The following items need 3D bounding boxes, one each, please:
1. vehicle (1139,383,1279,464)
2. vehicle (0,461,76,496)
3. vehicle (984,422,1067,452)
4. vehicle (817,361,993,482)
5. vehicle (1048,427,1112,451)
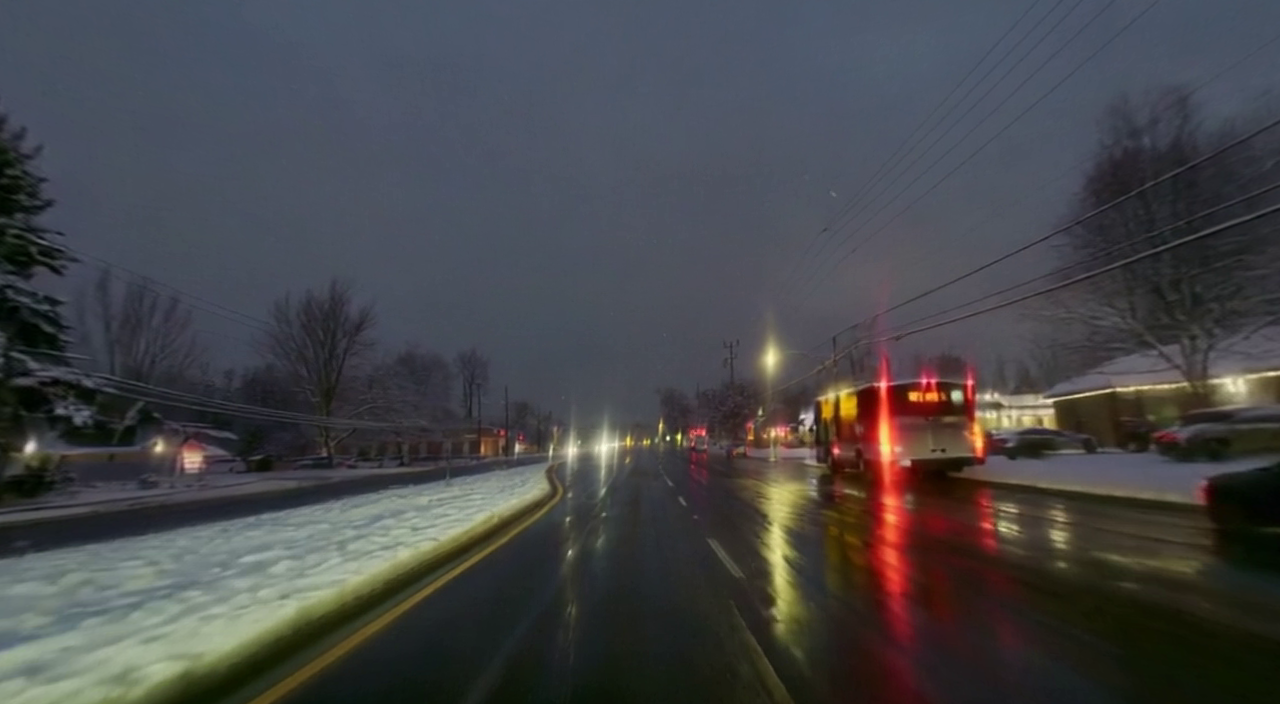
[{"bbox_3d":[20.334,2.376,20.717,5.637,2.480,2.521,-4,-9,26],"label":"vehicle"},{"bbox_3d":[-33.617,6.798,34.296,1.863,1.646,4.565,0,-8,-2],"label":"vehicle"},{"bbox_3d":[27.133,6.039,44.727,2.221,1.997,5.314,0,-8,-4],"label":"vehicle"},{"bbox_3d":[9.772,2.852,24.764,3.017,3.888,8.508,0,-8,-1],"label":"vehicle"},{"bbox_3d":[30.565,6.077,43.988,1.665,1.469,3.718,-2,-9,-2],"label":"vehicle"}]
